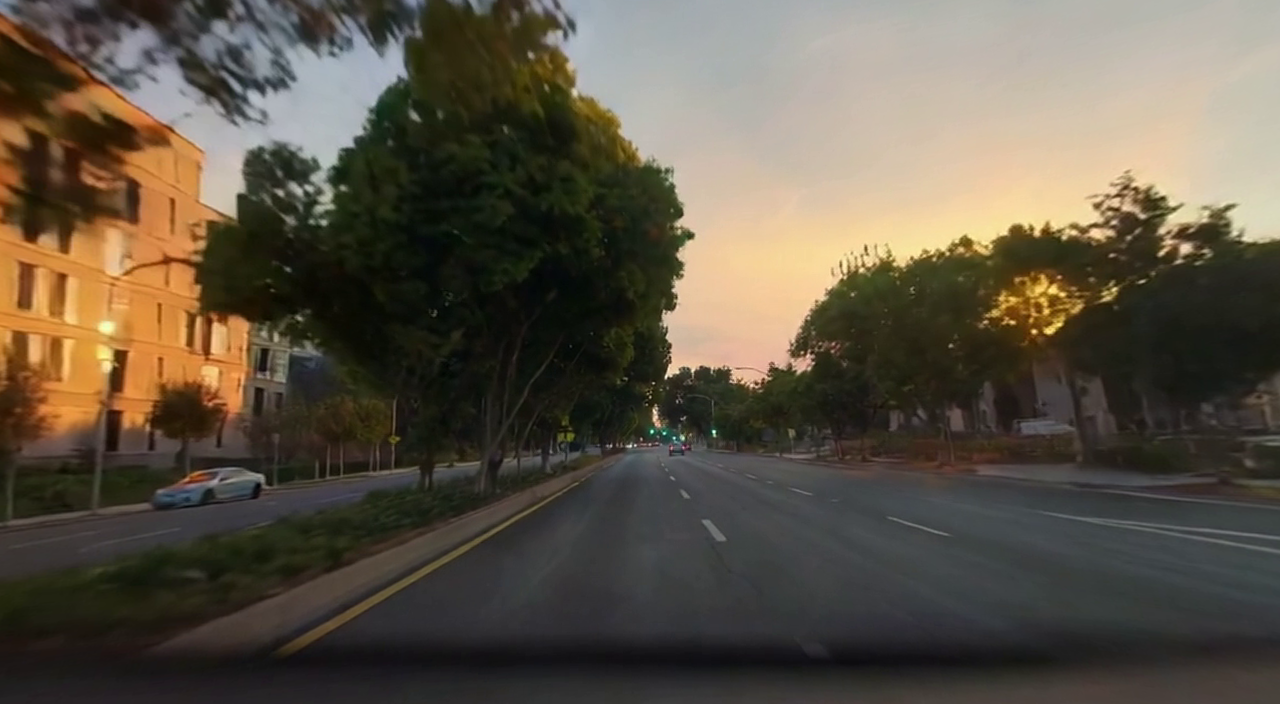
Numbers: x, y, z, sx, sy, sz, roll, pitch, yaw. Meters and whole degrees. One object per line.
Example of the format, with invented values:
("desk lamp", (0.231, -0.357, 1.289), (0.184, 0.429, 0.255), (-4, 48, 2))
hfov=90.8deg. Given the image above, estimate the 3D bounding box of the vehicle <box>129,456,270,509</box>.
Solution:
("vehicle", (-15.997, 4.707, 23.301), (1.975, 1.629, 4.491), (0, -8, -1))
